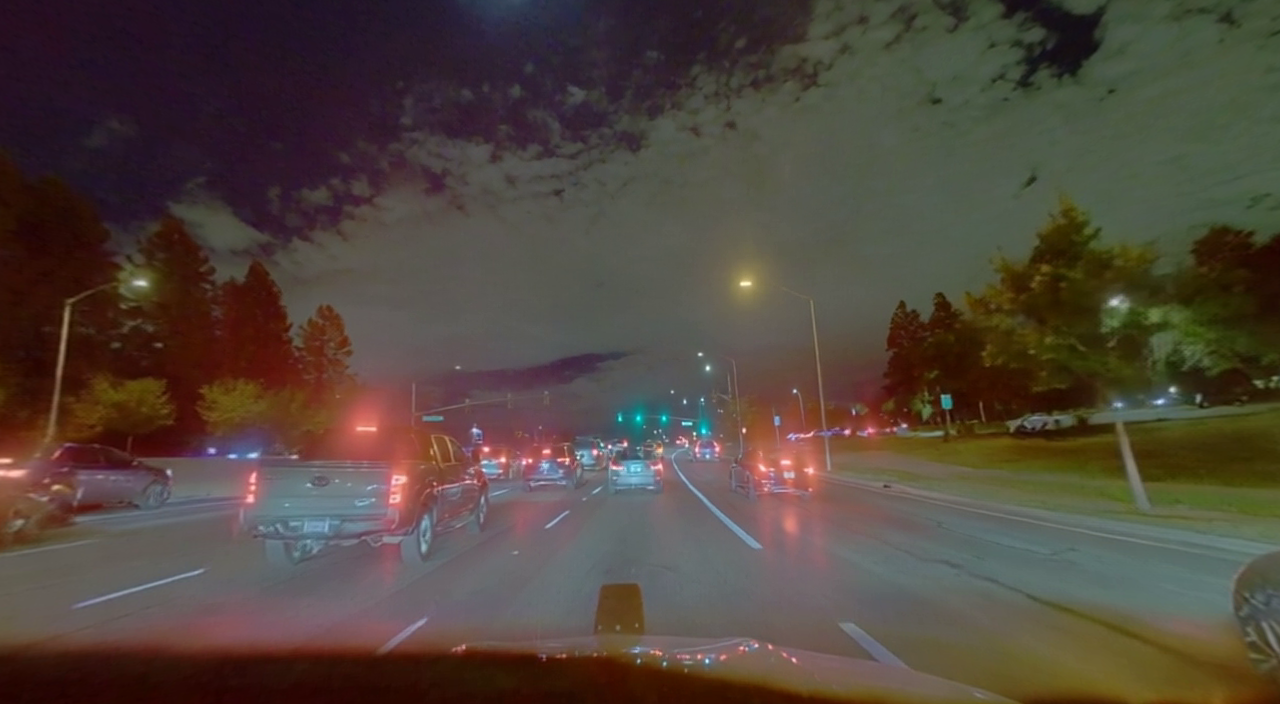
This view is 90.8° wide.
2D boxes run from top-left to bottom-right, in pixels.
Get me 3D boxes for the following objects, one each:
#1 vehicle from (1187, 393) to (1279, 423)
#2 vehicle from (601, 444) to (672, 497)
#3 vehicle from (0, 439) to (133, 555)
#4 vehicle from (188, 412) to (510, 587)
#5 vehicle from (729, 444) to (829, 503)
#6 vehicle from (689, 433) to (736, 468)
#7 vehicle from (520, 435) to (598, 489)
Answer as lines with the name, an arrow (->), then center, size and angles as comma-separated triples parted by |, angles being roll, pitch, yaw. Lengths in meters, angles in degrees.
vehicle -> 44.278, 4.213, 47.176 | 5.388, 2.023, 2.174 | 1, -9, -12
vehicle -> -0.081, 3.735, 20.346 | 2.030, 1.477, 4.330 | 0, -9, 1
vehicle -> -9.342, 1.833, 7.905 | 2.146, 1.480, 4.589 | 0, -9, 1
vehicle -> -3.480, 1.880, 9.056 | 2.111, 1.745, 5.274 | 0, -9, 0
vehicle -> 3.860, 3.428, 18.296 | 1.884, 1.463, 4.195 | 0, -9, -1
vehicle -> 4.045, 5.608, 35.895 | 2.099, 1.845, 4.363 | 0, -9, -1
vehicle -> -2.956, 4.149, 24.112 | 2.218, 1.829, 4.492 | -1, -9, 2
